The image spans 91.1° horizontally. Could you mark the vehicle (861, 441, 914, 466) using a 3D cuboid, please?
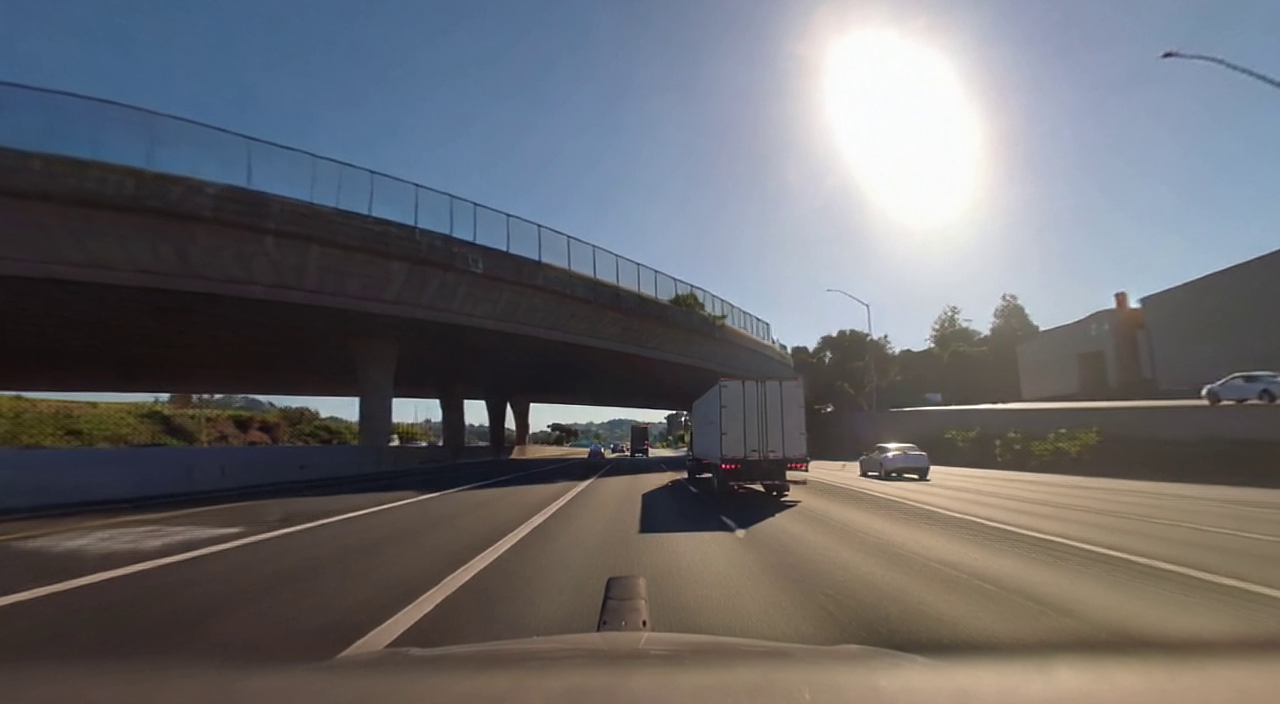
[{"bbox_3d":[17.323,7.141,44.140,2.021,1.549,4.322,1,-9,0],"label":"vehicle"}]

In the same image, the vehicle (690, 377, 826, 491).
[{"bbox_3d":[3.922,3.206,24.057,3.049,3.395,10.595,0,-8,-1],"label":"vehicle"}]

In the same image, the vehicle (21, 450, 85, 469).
[{"bbox_3d":[-46.048,8.409,49.328,1.591,1.386,3.505,0,-8,-1],"label":"vehicle"}]

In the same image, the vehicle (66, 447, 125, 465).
[{"bbox_3d":[-41.979,7.984,48.454,1.609,1.325,3.323,0,-8,-1],"label":"vehicle"}]

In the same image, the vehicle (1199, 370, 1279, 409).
[{"bbox_3d":[28.452,1.751,28.598,1.928,1.603,4.315,1,-6,-2],"label":"vehicle"}]
